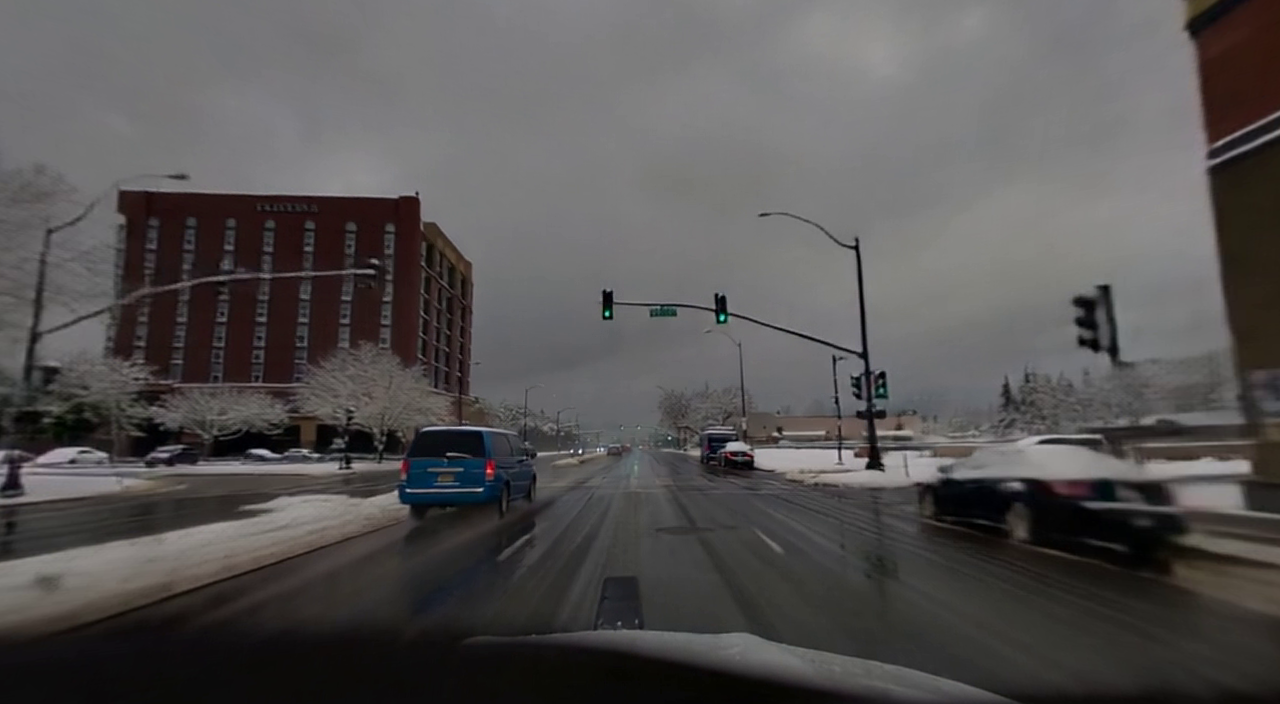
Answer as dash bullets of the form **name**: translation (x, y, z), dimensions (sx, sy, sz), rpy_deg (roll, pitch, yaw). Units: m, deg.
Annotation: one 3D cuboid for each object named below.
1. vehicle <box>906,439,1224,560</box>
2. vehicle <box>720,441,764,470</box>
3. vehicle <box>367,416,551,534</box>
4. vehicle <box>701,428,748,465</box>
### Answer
- **vehicle**: translation (6.485, 2.246, 10.498), dimensions (1.967, 1.534, 4.683), rpy_deg (0, -8, -1)
- **vehicle**: translation (6.388, 6.536, 39.944), dimensions (1.942, 1.753, 4.912), rpy_deg (0, -8, 0)
- **vehicle**: translation (-2.944, 2.098, 11.210), dimensions (2.080, 1.722, 3.766), rpy_deg (0, -8, 1)
- **vehicle**: translation (6.189, 7.042, 47.005), dimensions (2.642, 2.582, 6.157), rpy_deg (0, -8, 0)
